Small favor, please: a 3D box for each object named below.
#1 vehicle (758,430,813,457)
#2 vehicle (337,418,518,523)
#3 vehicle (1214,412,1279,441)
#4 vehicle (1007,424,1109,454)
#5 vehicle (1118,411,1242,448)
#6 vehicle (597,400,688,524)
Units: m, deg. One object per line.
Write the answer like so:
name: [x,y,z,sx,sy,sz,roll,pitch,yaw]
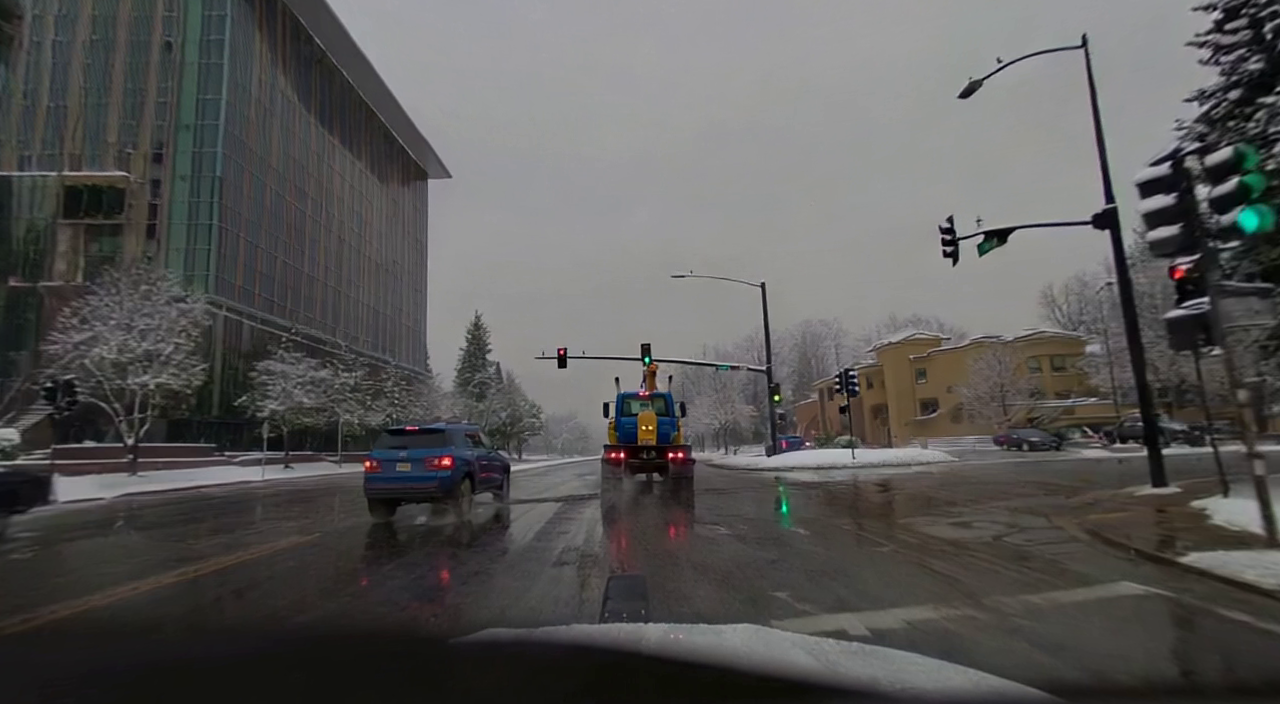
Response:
vehicle: [10.464,6.613,45.758,2.186,1.783,4.716,0,-8,-10]
vehicle: [-3.872,2.255,12.431,2.081,1.688,4.235,0,-9,0]
vehicle: [39.559,4.796,40.279,4.363,1.741,1.914,2,-9,-11]
vehicle: [21.128,4.455,32.093,1.767,1.440,4.261,1,-9,-10]
vehicle: [28.413,4.117,33.271,4.772,1.868,2.053,1,-8,-5]
vehicle: [0.107,3.884,23.389,2.552,3.461,11.044,-1,-8,0]
